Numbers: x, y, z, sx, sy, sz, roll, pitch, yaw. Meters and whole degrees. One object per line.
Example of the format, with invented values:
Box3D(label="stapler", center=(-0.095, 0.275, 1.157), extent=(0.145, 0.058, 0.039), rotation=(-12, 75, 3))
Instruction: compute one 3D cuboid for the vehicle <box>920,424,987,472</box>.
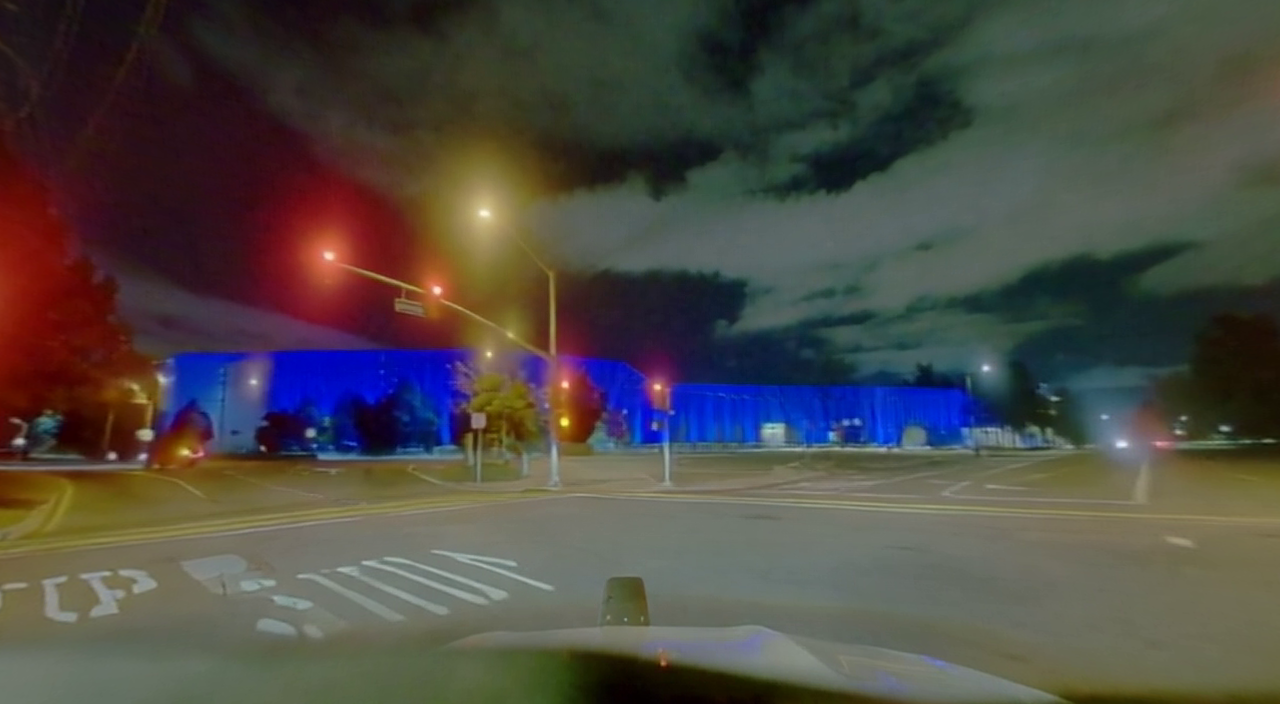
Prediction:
Box3D(label="vehicle", center=(19.719, 6.013, 39.500), extent=(2.324, 2.750, 5.997), rotation=(-8, -11, 38))

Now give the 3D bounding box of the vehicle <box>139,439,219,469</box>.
Box3D(label="vehicle", center=(-31.781, 7.001, 43.389), extent=(5.570, 1.923, 2.336), rotation=(-6, -11, 31))
